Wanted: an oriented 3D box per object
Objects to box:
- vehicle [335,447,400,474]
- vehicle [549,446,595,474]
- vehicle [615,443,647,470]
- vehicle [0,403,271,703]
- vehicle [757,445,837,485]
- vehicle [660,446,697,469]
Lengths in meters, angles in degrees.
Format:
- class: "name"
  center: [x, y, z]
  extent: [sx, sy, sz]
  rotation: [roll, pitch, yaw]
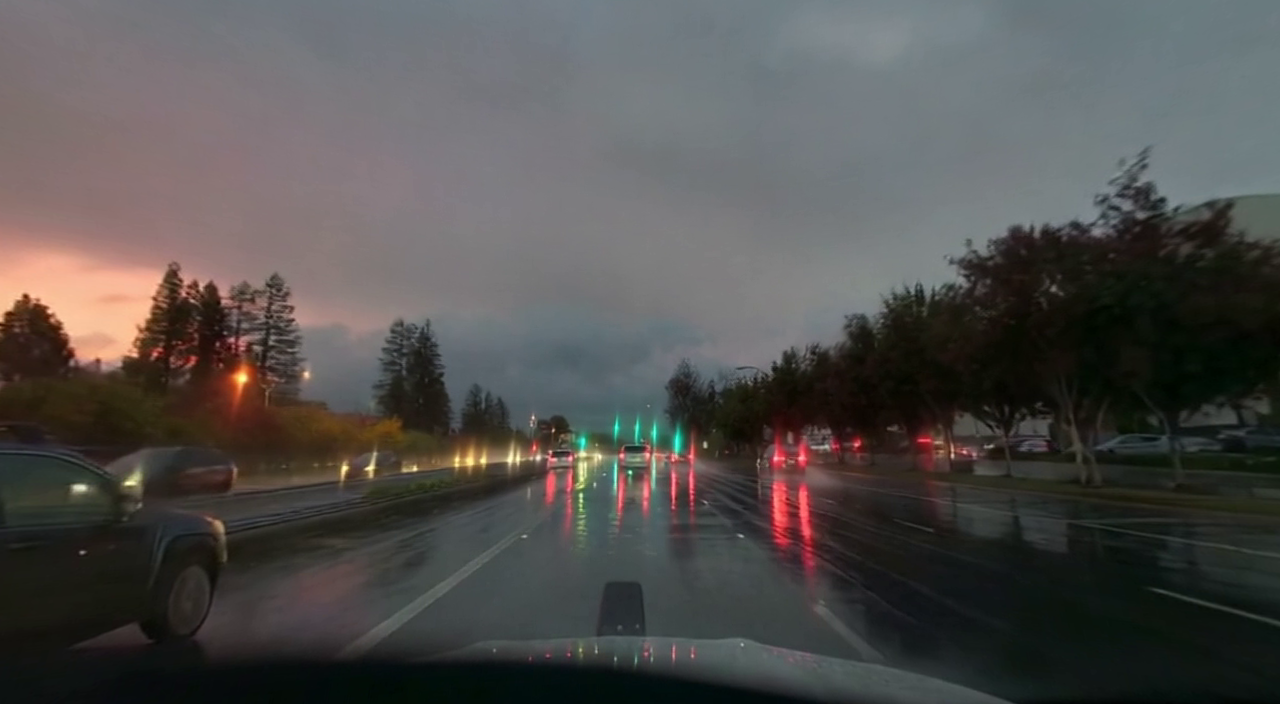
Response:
- class: "vehicle"
  center: [-15.949, 6.367, 37.206]
  extent: [1.835, 1.455, 4.487]
  rotation: [0, -8, 0]
- class: "vehicle"
  center: [-3.853, 6.161, 36.417]
  extent: [2.163, 1.474, 4.413]
  rotation: [0, -8, 0]
- class: "vehicle"
  center: [-0.618, 6.890, 41.879]
  extent: [2.008, 1.716, 4.125]
  rotation: [0, -8, -1]
- class: "vehicle"
  center: [-3.736, 0.927, 2.430]
  extent: [2.018, 1.476, 4.364]
  rotation: [0, -8, 0]
- class: "vehicle"
  center: [6.278, 4.549, 25.863]
  extent: [2.028, 1.451, 4.625]
  rotation: [0, -8, -1]
- class: "vehicle"
  center: [2.499, 6.969, 41.809]
  extent: [2.014, 1.430, 4.103]
  rotation: [0, -8, -2]
